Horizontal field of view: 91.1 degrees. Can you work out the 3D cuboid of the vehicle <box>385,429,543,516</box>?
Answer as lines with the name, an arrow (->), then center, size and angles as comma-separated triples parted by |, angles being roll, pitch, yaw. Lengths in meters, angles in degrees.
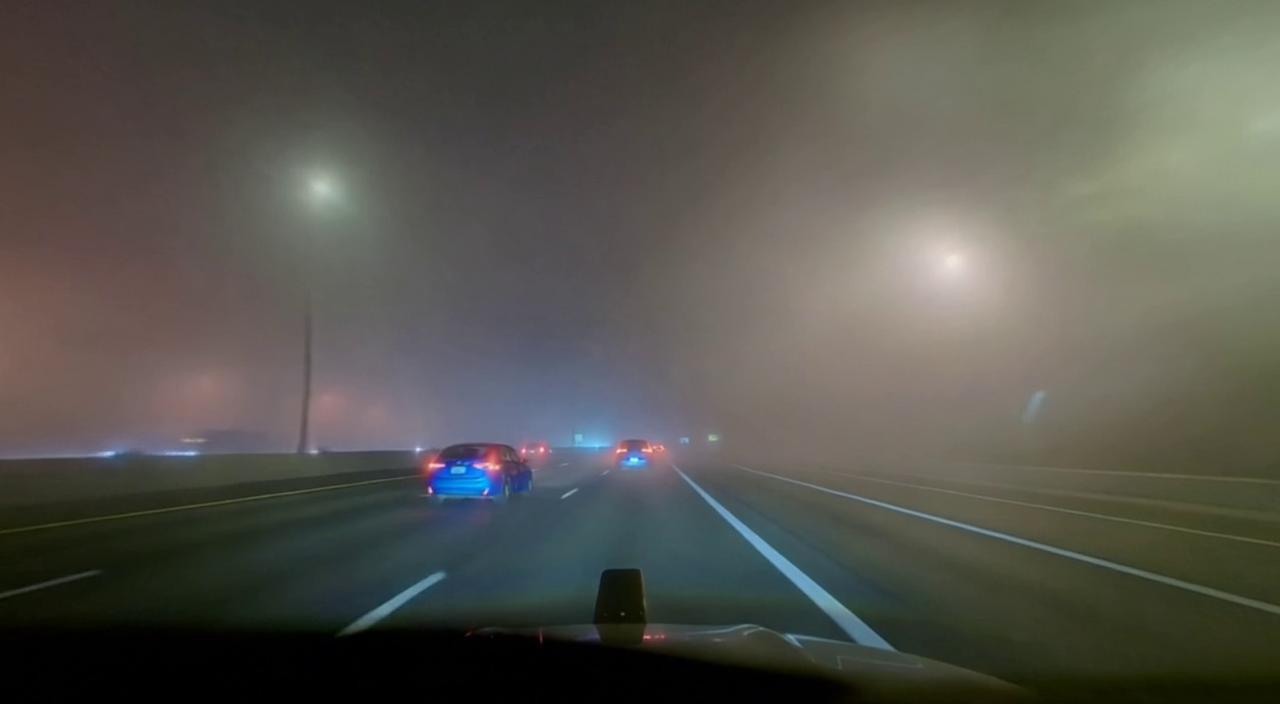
vehicle -> -3.664, 2.606, 14.101 | 2.124, 1.607, 4.531 | 0, -9, 2

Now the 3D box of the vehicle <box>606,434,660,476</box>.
vehicle -> -0.246, 4.460, 27.372 | 2.155, 1.690, 4.318 | 0, -9, 1
